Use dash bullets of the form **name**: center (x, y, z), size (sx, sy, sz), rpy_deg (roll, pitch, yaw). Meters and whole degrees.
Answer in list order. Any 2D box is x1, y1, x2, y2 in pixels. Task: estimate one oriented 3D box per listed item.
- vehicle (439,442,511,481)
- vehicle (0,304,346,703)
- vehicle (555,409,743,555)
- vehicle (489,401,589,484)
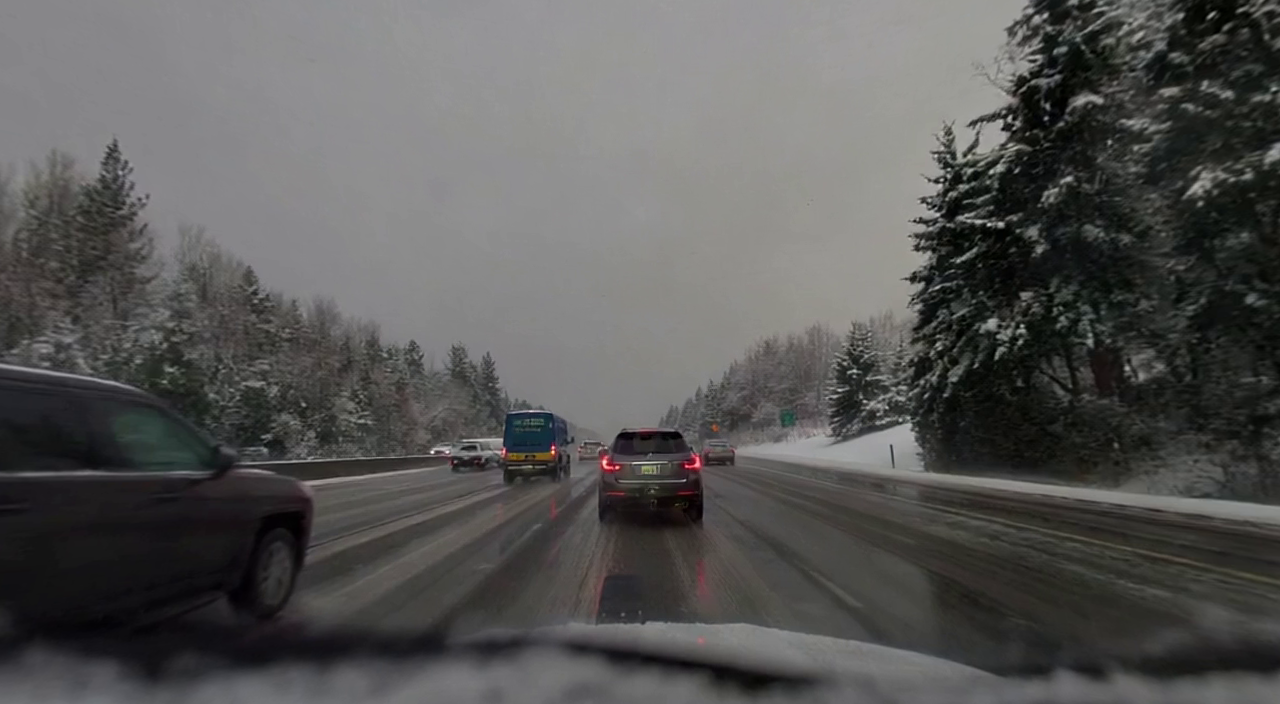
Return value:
- **vehicle**: center (-6.918, 4.625, 26.860), size (1.877, 1.490, 4.141), rpy_deg (0, -9, 1)
- **vehicle**: center (-3.490, 0.813, 2.906), size (2.142, 1.808, 4.266), rpy_deg (0, -9, 0)
- **vehicle**: center (0.068, 1.856, 9.651), size (2.223, 1.722, 4.177), rpy_deg (0, -9, -1)
- **vehicle**: center (-3.161, 3.043, 21.181), size (2.359, 2.399, 5.500), rpy_deg (0, -9, 1)
